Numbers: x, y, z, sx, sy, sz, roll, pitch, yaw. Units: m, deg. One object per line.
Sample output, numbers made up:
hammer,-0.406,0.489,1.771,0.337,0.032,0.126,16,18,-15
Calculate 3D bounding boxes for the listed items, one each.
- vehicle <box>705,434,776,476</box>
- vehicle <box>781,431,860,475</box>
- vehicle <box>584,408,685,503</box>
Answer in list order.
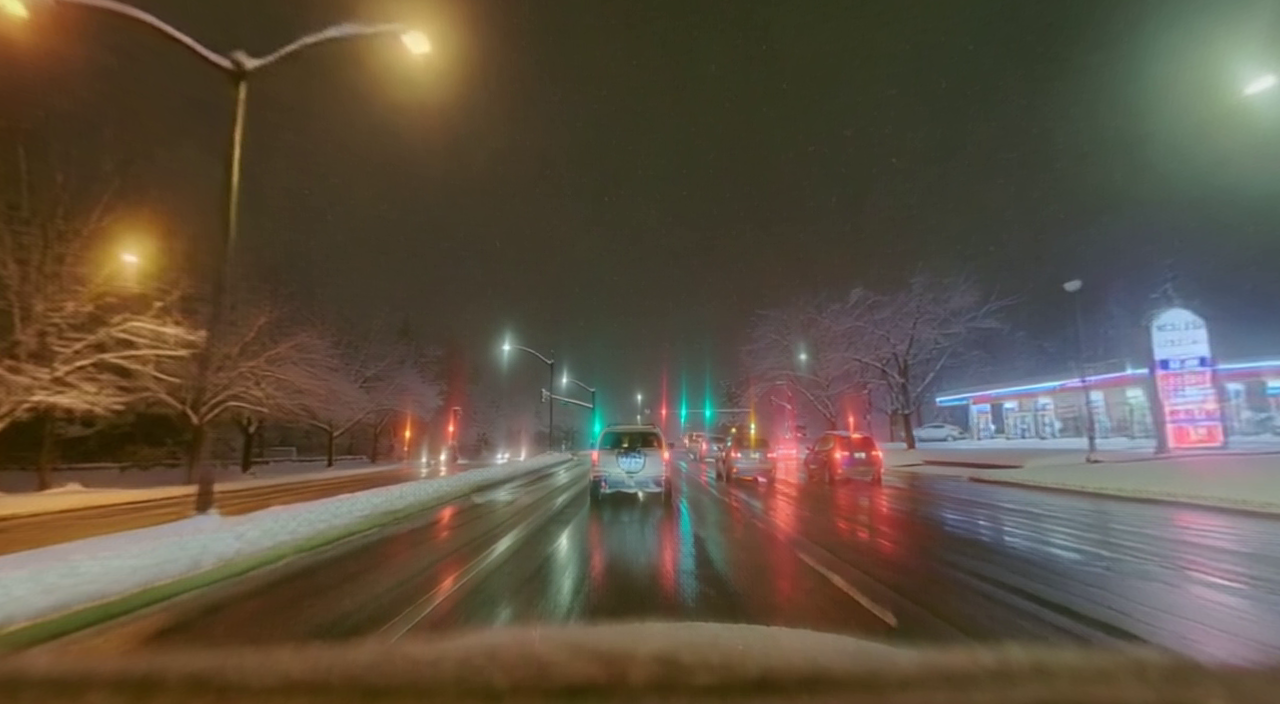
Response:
vehicle,3.783,3.969,24.550,1.940,1.474,4.234,0,-8,-2
vehicle,7.036,3.973,25.084,1.793,1.585,4.130,0,-8,-1
vehicle,-0.126,2.445,15.226,2.038,1.917,4.900,0,-8,0
